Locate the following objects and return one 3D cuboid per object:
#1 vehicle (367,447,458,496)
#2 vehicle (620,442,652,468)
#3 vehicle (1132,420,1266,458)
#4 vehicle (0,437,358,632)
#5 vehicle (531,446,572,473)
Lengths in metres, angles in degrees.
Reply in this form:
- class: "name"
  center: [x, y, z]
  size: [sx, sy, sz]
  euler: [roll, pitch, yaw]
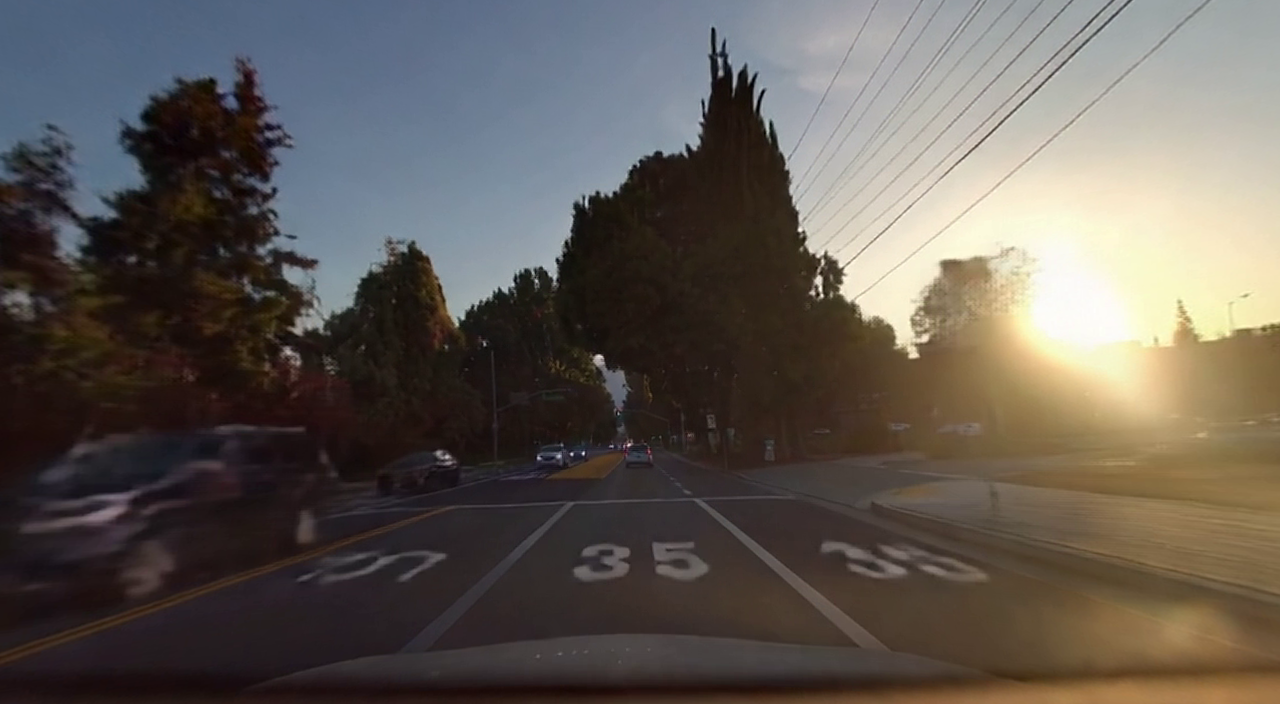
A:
- class: "vehicle"
  center: [-9.419, 4.953, 26.687]
  size: [2.123, 1.844, 4.747]
  euler: [-1, -8, -1]
- class: "vehicle"
  center: [-0.303, 7.439, 45.688]
  size: [2.163, 1.746, 4.073]
  euler: [-1, -8, -1]
- class: "vehicle"
  center: [27.133, 4.280, 30.793]
  size: [4.544, 1.724, 2.024]
  euler: [0, -9, 0]
- class: "vehicle"
  center: [-6.265, 2.041, 8.467]
  size: [2.305, 1.685, 5.690]
  euler: [-1, -8, 0]
- class: "vehicle"
  center: [-6.039, 7.371, 43.699]
  size: [2.143, 1.735, 4.737]
  euler: [-1, -8, 0]
